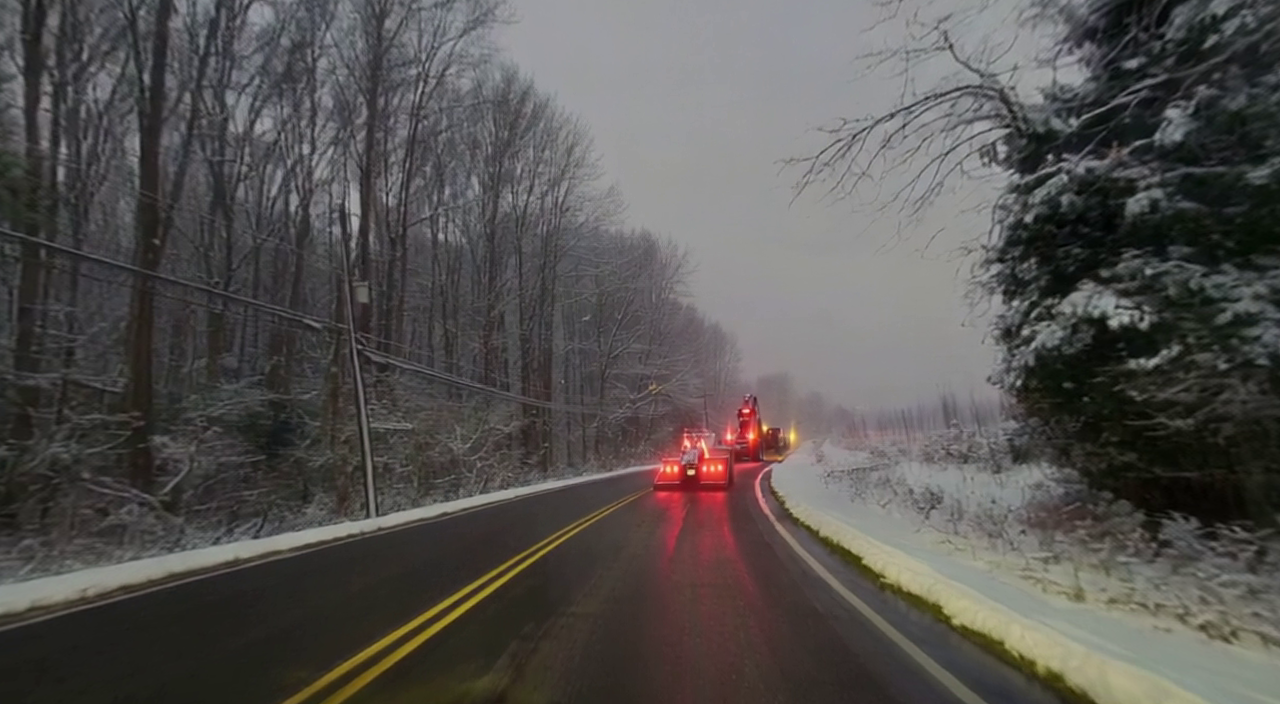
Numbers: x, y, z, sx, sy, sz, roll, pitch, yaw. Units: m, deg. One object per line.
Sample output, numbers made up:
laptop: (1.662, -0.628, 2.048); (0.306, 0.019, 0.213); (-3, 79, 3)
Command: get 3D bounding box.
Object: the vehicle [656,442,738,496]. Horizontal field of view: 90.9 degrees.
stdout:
vehicle: (1.875, 3.537, 19.432); (2.196, 1.465, 4.294); (-1, -9, 9)
